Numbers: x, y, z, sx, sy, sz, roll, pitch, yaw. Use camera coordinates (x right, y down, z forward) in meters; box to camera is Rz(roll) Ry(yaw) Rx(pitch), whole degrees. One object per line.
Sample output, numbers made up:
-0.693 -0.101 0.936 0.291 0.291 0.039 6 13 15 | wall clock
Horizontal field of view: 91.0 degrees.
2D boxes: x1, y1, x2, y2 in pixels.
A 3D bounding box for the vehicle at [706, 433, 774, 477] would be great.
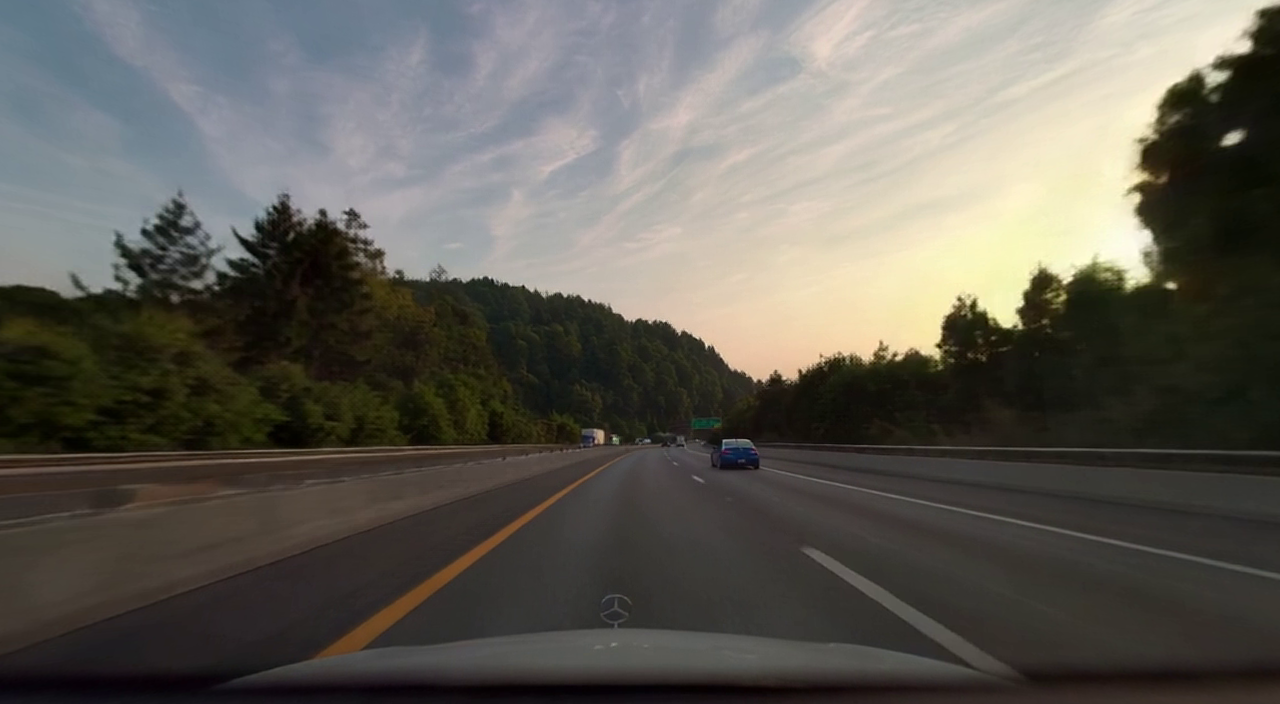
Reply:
4.025 4.238 26.104 2.022 1.663 4.245 0 -8 -1 | vehicle
